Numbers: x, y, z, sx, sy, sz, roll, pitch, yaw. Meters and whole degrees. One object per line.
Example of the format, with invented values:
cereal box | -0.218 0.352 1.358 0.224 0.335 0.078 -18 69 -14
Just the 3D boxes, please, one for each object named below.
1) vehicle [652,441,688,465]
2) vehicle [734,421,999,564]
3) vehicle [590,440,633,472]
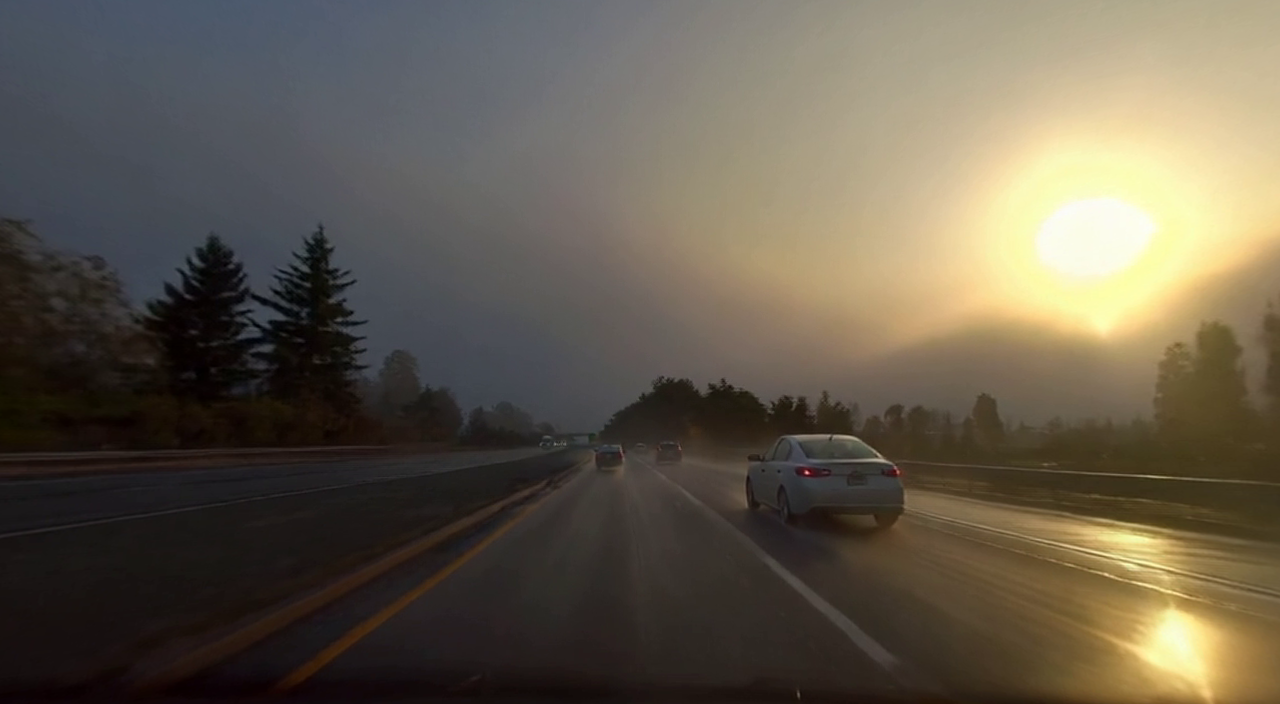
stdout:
vehicle | 1.956 6.817 42.774 2.146 1.546 3.796 0 -8 -2
vehicle | 2.921 1.927 9.610 2.055 1.566 5.046 0 -8 -1
vehicle | -1.576 5.551 33.949 2.178 1.559 4.254 0 -8 -3
